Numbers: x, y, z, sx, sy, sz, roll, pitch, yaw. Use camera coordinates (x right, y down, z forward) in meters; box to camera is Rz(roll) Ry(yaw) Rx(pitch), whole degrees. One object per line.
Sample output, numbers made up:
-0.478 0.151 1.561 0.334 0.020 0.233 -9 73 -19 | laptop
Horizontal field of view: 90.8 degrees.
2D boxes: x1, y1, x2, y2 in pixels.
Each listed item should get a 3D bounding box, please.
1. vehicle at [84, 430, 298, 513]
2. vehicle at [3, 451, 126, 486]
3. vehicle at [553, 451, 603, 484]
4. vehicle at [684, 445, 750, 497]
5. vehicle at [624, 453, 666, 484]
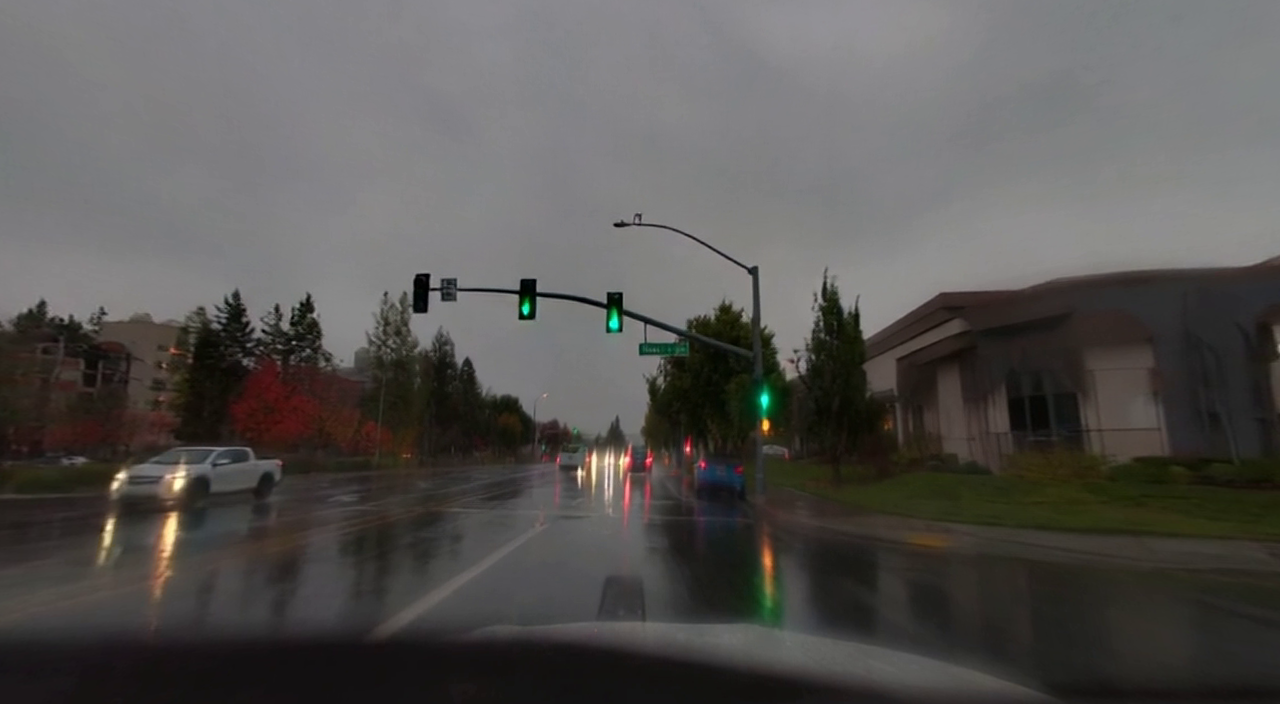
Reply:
-12.122 3.254 17.656 2.260 1.921 4.902 1 -9 1 | vehicle
-29.255 5.909 32.376 1.907 1.665 4.640 0 -9 0 | vehicle
-2.976 5.636 31.142 1.921 1.477 4.083 0 -9 2 | vehicle
2.999 4.752 25.696 2.175 1.850 5.118 0 -9 2 | vehicle
0.297 6.128 33.549 2.085 1.475 3.976 0 -9 2 | vehicle
